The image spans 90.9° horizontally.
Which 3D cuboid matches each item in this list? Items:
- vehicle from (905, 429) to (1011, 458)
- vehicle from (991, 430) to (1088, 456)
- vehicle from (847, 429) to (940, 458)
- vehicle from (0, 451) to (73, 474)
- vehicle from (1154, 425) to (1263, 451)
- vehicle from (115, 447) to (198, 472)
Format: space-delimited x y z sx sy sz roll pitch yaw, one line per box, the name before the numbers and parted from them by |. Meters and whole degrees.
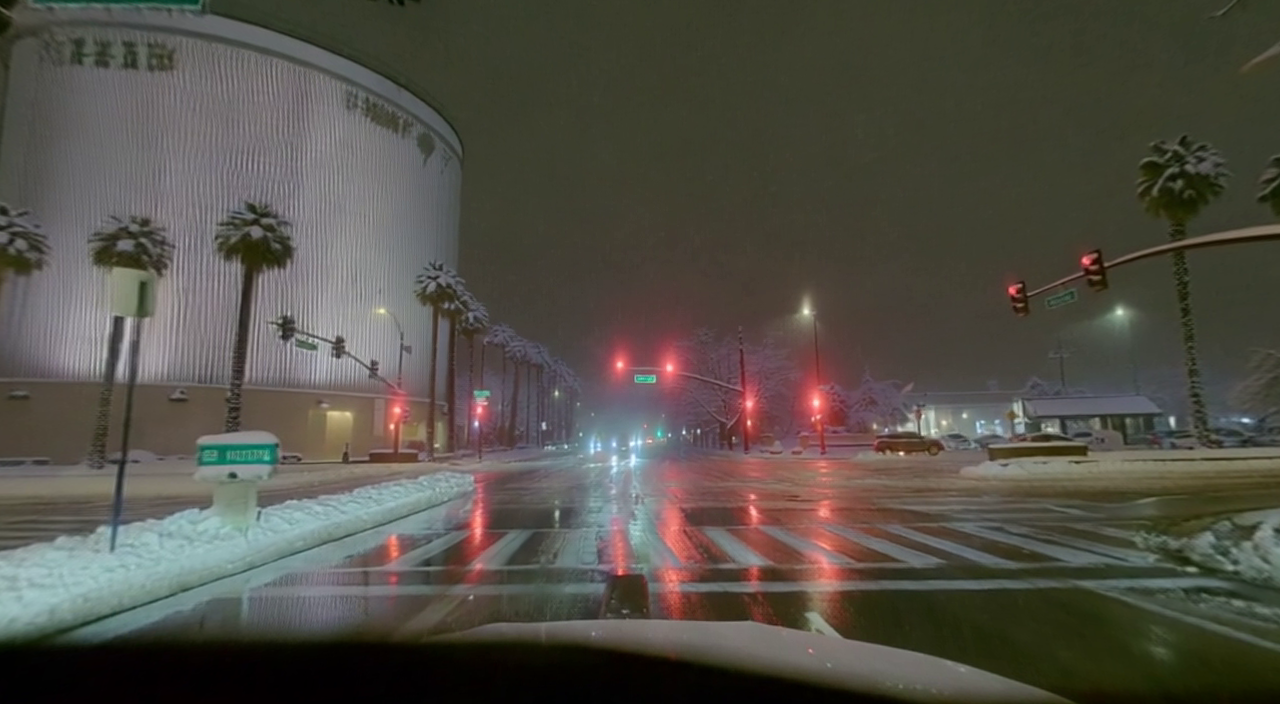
vehicle | 16.909 4.891 33.694 4.684 1.461 1.777 0 -8 -1
vehicle | 23.508 5.358 37.167 4.423 1.465 1.798 0 -8 1
vehicle | 14.989 5.445 37.416 4.648 1.665 1.910 0 -8 0
vehicle | -41.671 7.563 43.242 3.698 1.467 1.779 0 -8 1
vehicle | 33.165 5.061 36.826 4.567 1.458 1.791 0 -8 0
vehicle | -33.092 7.339 43.227 4.136 1.661 1.857 0 -8 1
